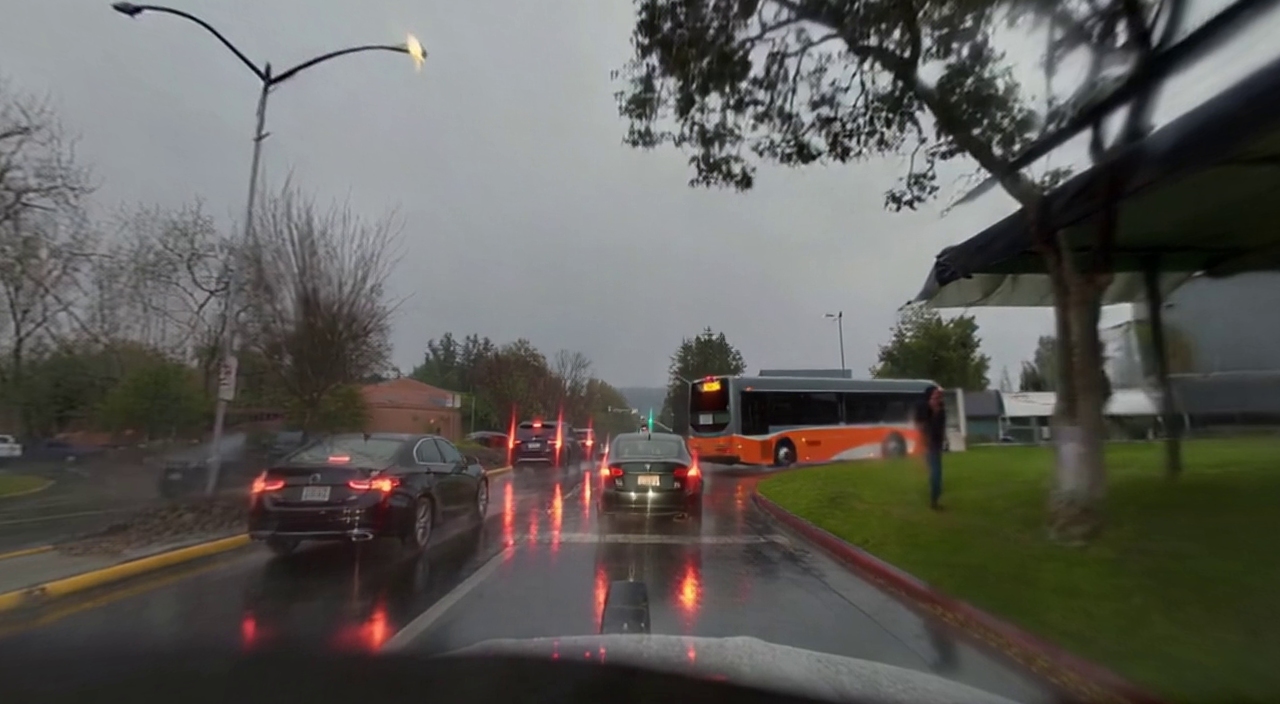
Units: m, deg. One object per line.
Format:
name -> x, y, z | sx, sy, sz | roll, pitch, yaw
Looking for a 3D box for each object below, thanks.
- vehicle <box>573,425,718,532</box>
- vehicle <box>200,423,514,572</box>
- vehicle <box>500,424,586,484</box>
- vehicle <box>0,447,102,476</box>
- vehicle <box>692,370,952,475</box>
vehicle -> 0.136, 2.054, 10.826 | 2.020, 1.478, 3.922 | 0, -8, 2
vehicle -> -3.351, 1.797, 8.703 | 1.953, 1.480, 4.522 | -1, -8, 5
vehicle -> -3.101, 3.370, 21.168 | 2.017, 1.761, 4.572 | 0, -8, 2
vehicle -> -32.161, 5.877, 34.127 | 4.473, 1.442, 1.743 | 6, -11, -39
vehicle -> 6.960, 2.694, 23.503 | 9.977, 3.303, 2.948 | 4, -9, -28
